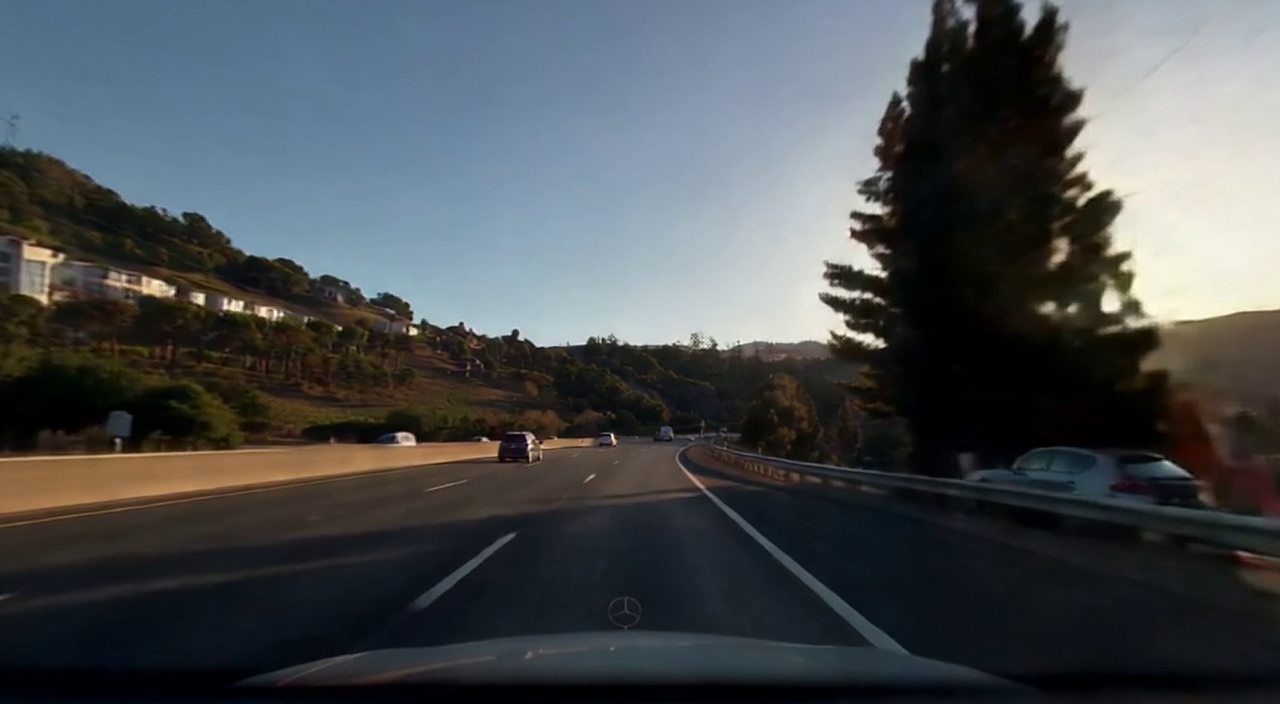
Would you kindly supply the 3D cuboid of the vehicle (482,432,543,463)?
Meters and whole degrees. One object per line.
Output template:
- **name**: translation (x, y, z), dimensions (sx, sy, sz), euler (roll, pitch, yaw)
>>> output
- **vehicle**: translation (-6.569, 5.012, 32.888), dimensions (2.010, 1.489, 4.456), euler (-1, -9, 4)

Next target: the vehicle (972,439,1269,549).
- **vehicle**: translation (10.239, 3.001, 14.280), dimensions (2.325, 1.972, 5.577), euler (0, -8, 0)
